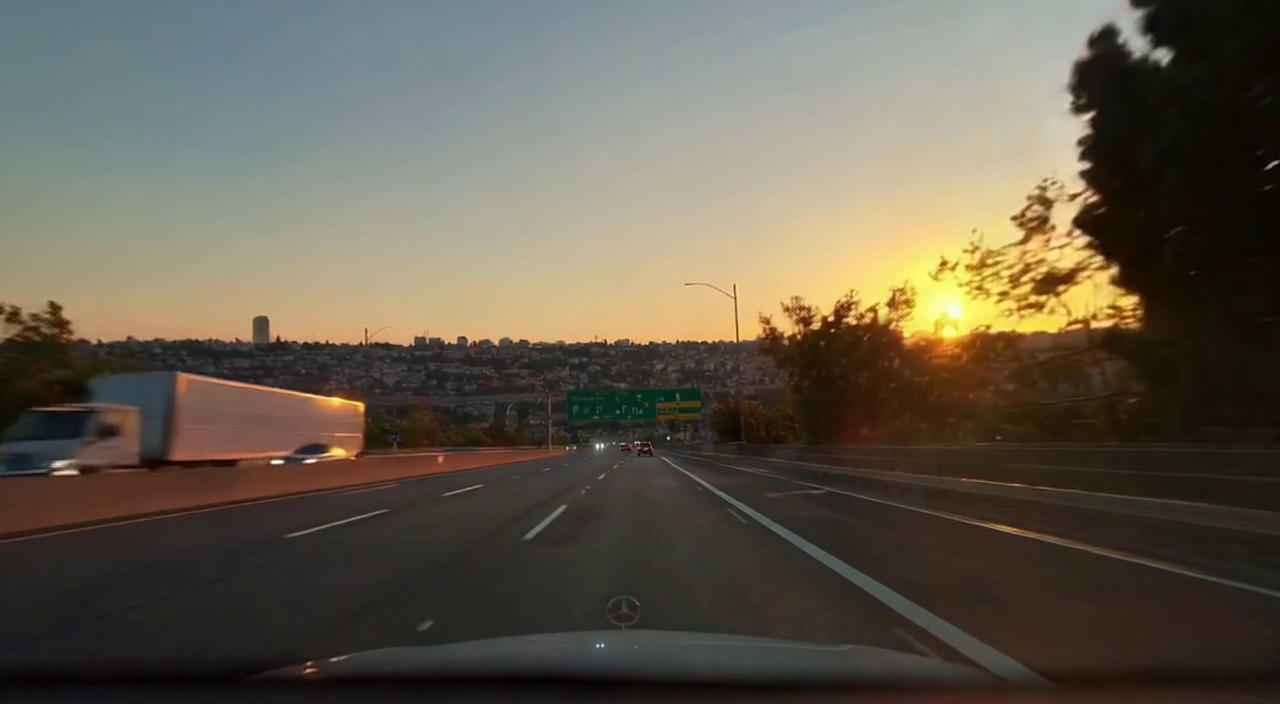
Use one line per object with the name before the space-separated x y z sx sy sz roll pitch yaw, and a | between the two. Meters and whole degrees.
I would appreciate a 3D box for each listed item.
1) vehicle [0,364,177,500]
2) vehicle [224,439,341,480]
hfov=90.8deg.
vehicle | -18.527 2.698 21.185 3.251 4.162 3.126 0 -9 0
vehicle | -14.594 4.428 26.133 2.058 1.513 4.691 0 -9 1
